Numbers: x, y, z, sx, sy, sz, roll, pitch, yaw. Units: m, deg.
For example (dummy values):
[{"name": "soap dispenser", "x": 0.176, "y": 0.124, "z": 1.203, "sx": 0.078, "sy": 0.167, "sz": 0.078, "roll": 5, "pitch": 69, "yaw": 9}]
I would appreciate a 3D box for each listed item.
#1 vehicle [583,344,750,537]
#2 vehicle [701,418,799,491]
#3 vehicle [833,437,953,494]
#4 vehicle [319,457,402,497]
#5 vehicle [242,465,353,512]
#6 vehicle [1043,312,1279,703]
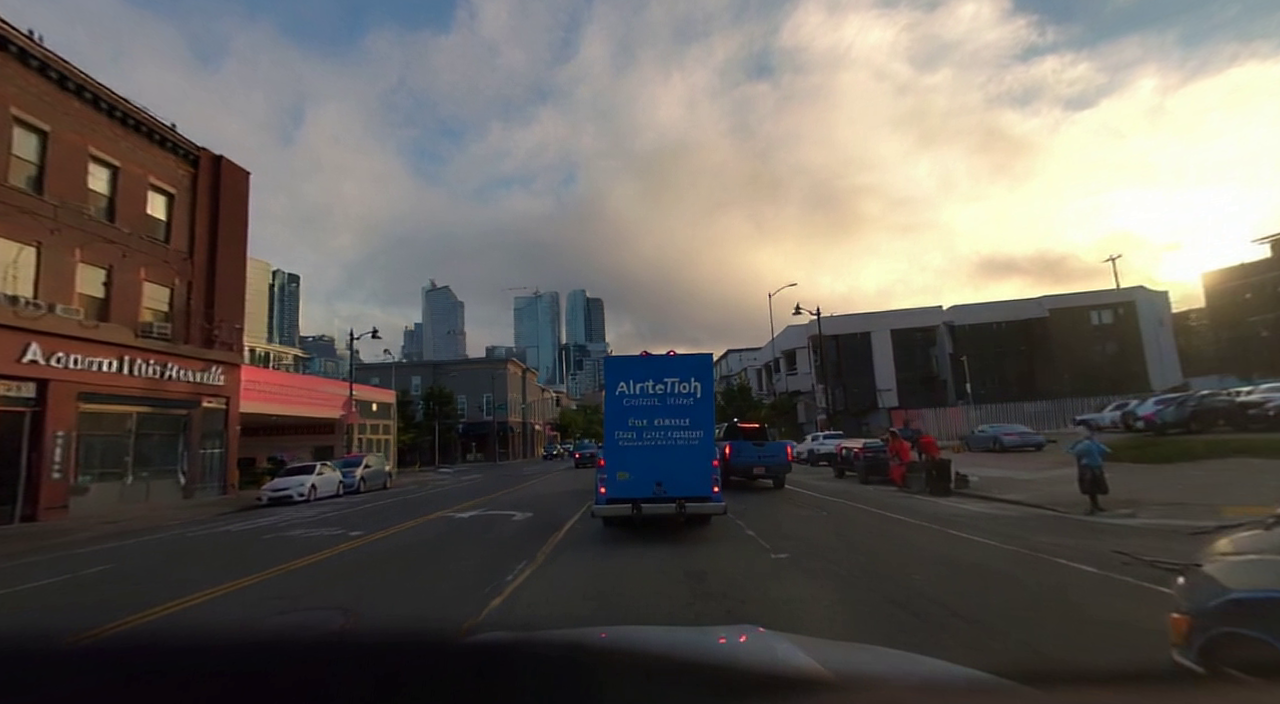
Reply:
[{"name": "vehicle", "x": 0.275, "y": 1.779, "z": 12.685, "sx": 2.517, "sy": 2.926, "sz": 6.177, "roll": 0, "pitch": -9, "yaw": -2}, {"name": "vehicle", "x": 3.426, "y": 3.349, "z": 20.781, "sx": 2.346, "sy": 2.062, "sz": 5.236, "roll": 0, "pitch": -8, "yaw": 1}, {"name": "vehicle", "x": 7.646, "y": 3.446, "z": 19.470, "sx": 1.951, "sy": 1.548, "sz": 4.290, "roll": 0, "pitch": -9, "yaw": 1}, {"name": "vehicle", "x": -13.247, "y": 5.928, "z": 30.083, "sx": 1.943, "sy": 1.682, "sz": 4.365, "roll": 0, "pitch": -8, "yaw": 0}, {"name": "vehicle", "x": -13.381, "y": 5.321, "z": 24.865, "sx": 1.901, "sy": 1.508, "sz": 4.405, "roll": 0, "pitch": -8, "yaw": 0}, {"name": "vehicle", "x": 3.436, "y": 0.607, "z": 1.415, "sx": 2.104, "sy": 1.786, "sz": 4.498, "roll": -1, "pitch": -9, "yaw": 2}]
